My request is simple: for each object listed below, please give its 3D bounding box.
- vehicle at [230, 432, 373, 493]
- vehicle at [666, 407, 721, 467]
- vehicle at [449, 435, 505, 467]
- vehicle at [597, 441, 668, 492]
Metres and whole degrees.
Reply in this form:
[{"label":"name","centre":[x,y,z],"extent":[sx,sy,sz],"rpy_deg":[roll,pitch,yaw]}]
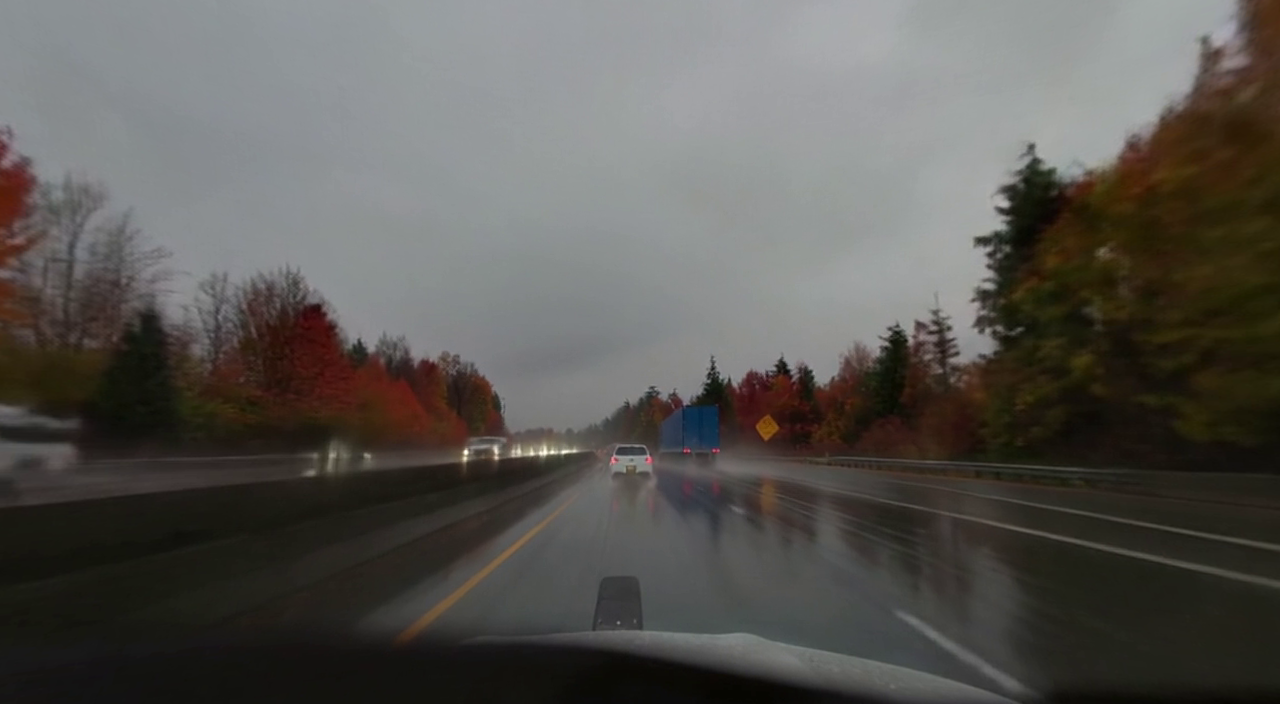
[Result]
[{"label":"vehicle","centre":[-9.226,3.052,17.525],"extent":[1.796,1.466,3.929],"rpy_deg":[-1,-9,0]},{"label":"vehicle","centre":[3.919,6.905,49.632],"extent":[2.900,4.013,14.455],"rpy_deg":[1,-9,-1]},{"label":"vehicle","centre":[-9.773,6.000,38.006],"extent":[2.175,1.804,4.631],"rpy_deg":[0,-9,-1]},{"label":"vehicle","centre":[-0.280,3.746,20.856],"extent":[2.099,1.506,4.097],"rpy_deg":[0,-9,-1]}]
